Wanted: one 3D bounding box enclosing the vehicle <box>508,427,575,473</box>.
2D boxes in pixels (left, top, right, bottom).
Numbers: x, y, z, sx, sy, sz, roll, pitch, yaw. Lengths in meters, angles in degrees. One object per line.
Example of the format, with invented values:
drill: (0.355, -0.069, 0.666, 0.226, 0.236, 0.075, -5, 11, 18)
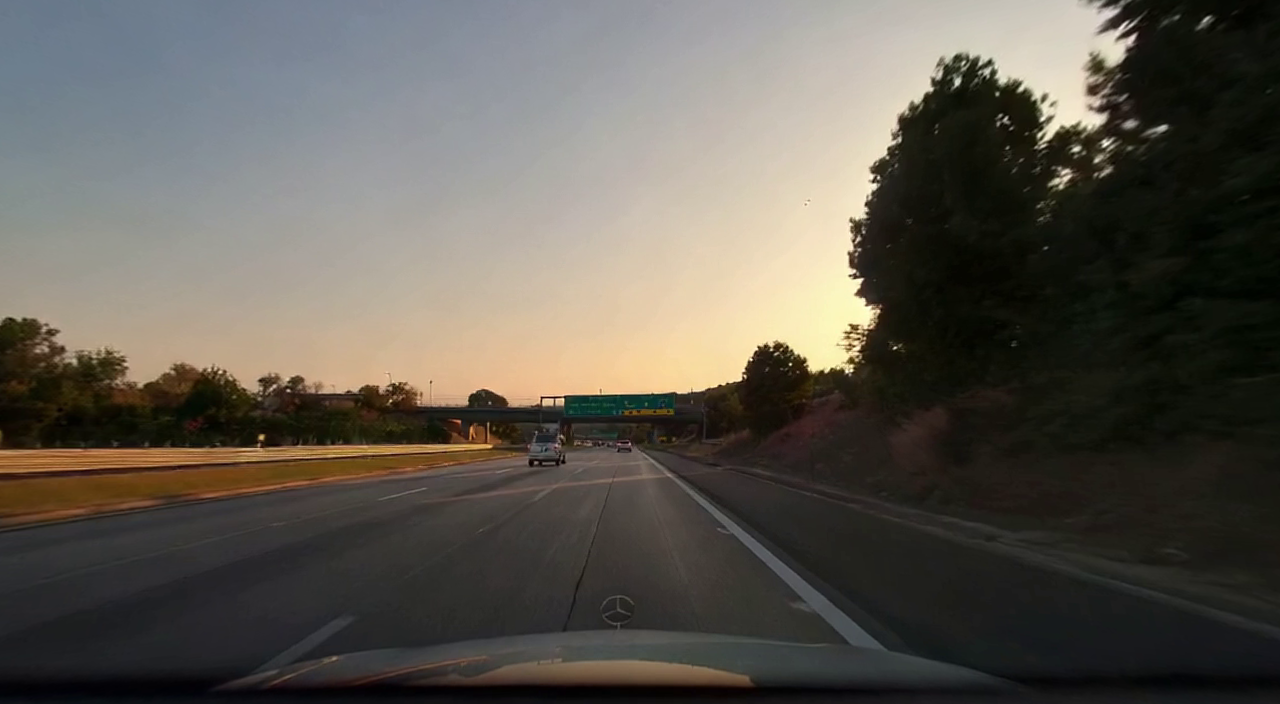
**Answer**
vehicle: (-4.496, 4.566, 29.671, 2.281, 1.957, 5.713, 0, -8, 0)
